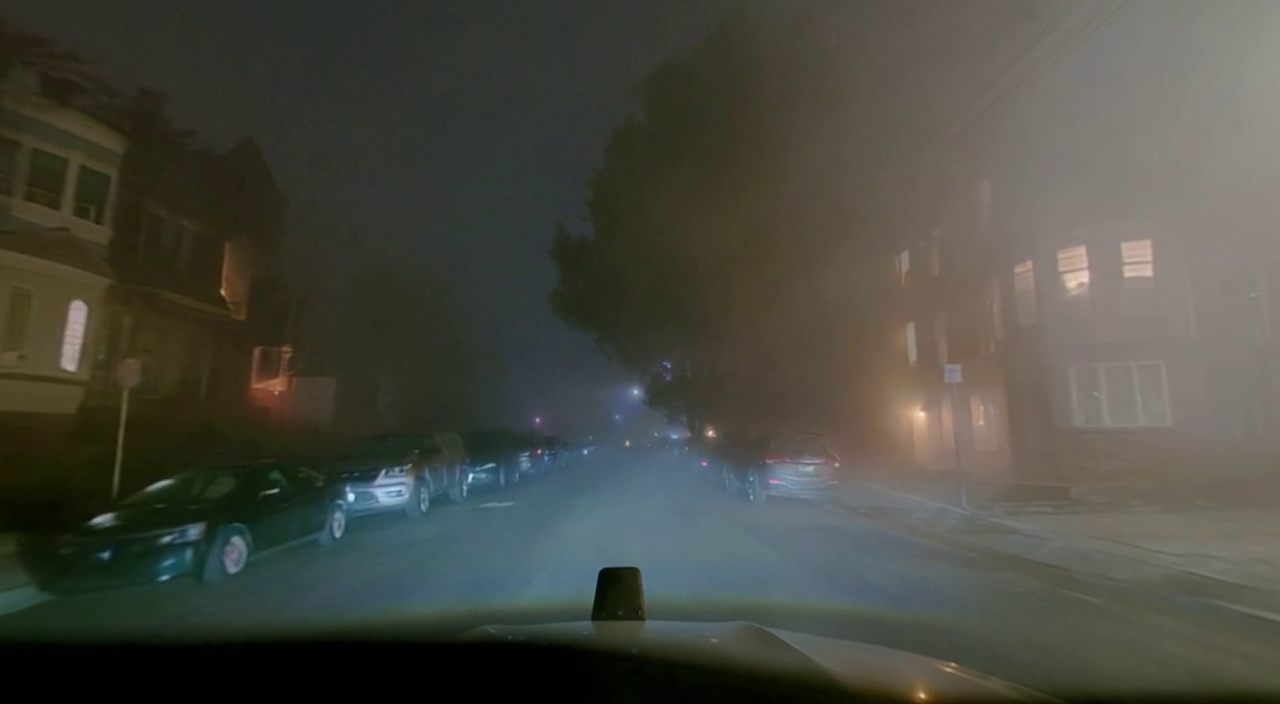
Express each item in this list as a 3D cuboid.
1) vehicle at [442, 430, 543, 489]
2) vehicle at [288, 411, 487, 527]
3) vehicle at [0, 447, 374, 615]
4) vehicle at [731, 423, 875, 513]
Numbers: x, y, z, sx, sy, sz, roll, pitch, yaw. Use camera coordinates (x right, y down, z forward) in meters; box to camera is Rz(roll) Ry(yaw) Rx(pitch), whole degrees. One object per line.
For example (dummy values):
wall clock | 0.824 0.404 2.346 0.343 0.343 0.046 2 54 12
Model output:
vehicle | -5.305 3.958 23.669 2.683 1.923 5.421 0 -8 -3
vehicle | -5.294 2.538 14.367 2.390 2.123 5.371 0 -8 -1
vehicle | -5.285 1.964 8.035 1.858 1.456 4.587 0 -8 -1
vehicle | 3.496 2.588 14.584 1.994 1.710 4.699 0 -8 -1
